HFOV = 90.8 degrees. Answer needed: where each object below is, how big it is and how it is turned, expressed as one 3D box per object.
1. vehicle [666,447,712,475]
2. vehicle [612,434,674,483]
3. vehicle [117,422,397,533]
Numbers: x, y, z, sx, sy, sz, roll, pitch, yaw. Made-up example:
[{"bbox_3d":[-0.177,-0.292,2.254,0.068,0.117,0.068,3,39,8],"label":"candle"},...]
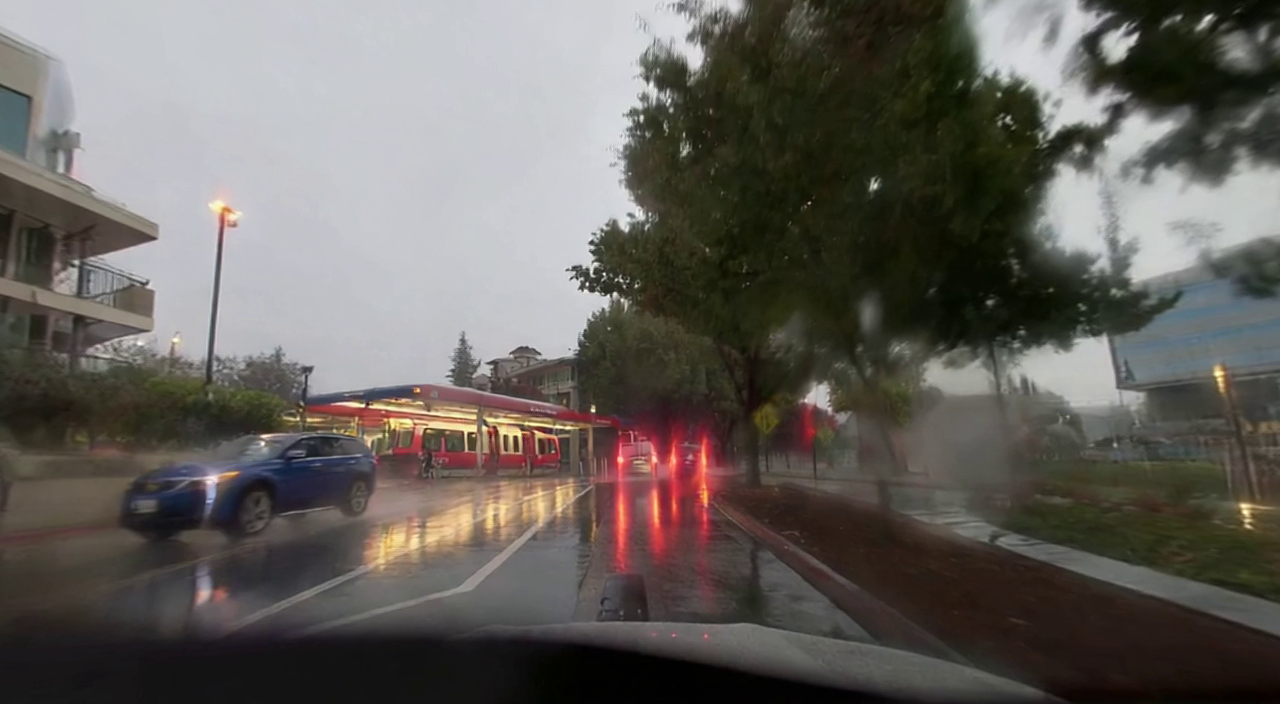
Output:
[{"bbox_3d":[3.274,7.106,41.404,2.010,1.725,4.320,-3,-9,18],"label":"vehicle"},{"bbox_3d":[0.212,4.254,25.432,2.263,1.765,4.237,-1,-9,3],"label":"vehicle"},{"bbox_3d":[-7.256,2.434,12.858,2.252,1.787,4.929,-1,-9,6],"label":"vehicle"}]
